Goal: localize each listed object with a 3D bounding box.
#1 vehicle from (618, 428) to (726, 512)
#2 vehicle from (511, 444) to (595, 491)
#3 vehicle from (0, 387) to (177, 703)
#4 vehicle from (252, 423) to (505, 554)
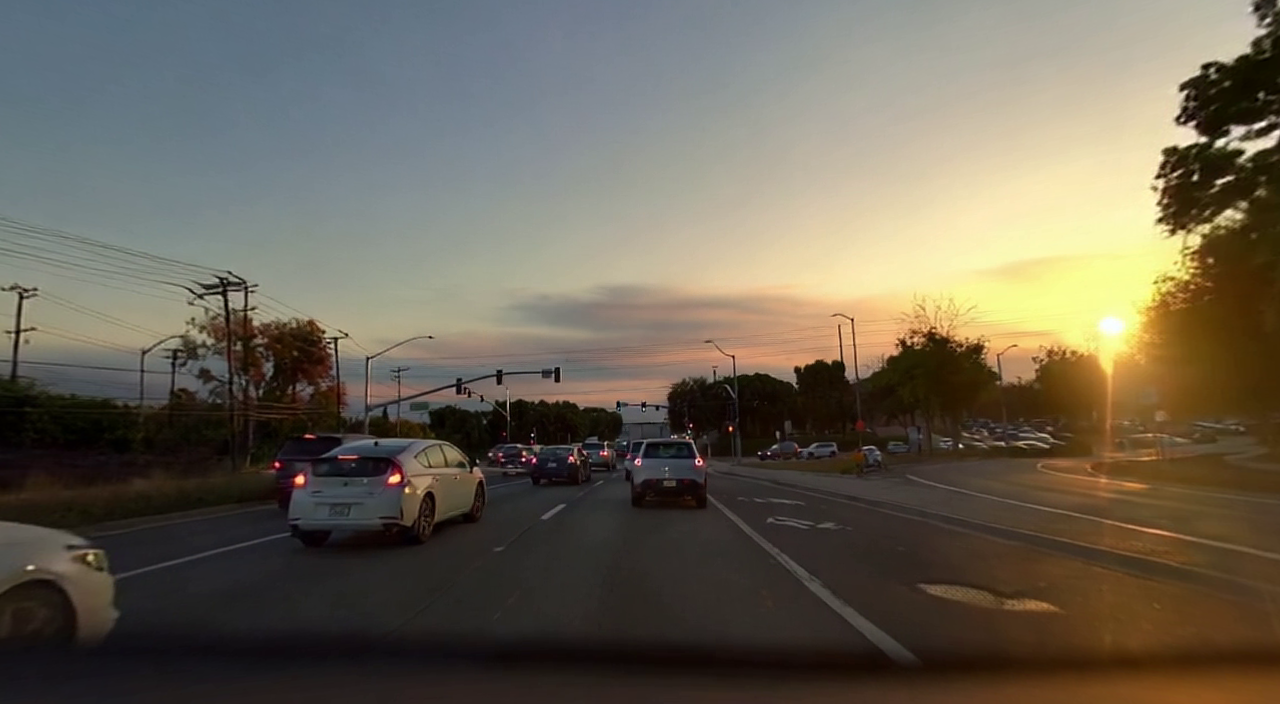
[{"bbox_3d":[0.719,2.714,14.895,2.205,1.691,3.937,-1,-9,2],"label":"vehicle"},{"bbox_3d":[-2.903,3.977,22.079,2.105,1.436,4.311,-1,-9,4],"label":"vehicle"},{"bbox_3d":[-3.848,0.794,1.746,1.999,1.563,4.007,0,-9,1],"label":"vehicle"},{"bbox_3d":[-3.753,2.041,10.138,2.018,1.621,4.441,-1,-9,2],"label":"vehicle"}]
